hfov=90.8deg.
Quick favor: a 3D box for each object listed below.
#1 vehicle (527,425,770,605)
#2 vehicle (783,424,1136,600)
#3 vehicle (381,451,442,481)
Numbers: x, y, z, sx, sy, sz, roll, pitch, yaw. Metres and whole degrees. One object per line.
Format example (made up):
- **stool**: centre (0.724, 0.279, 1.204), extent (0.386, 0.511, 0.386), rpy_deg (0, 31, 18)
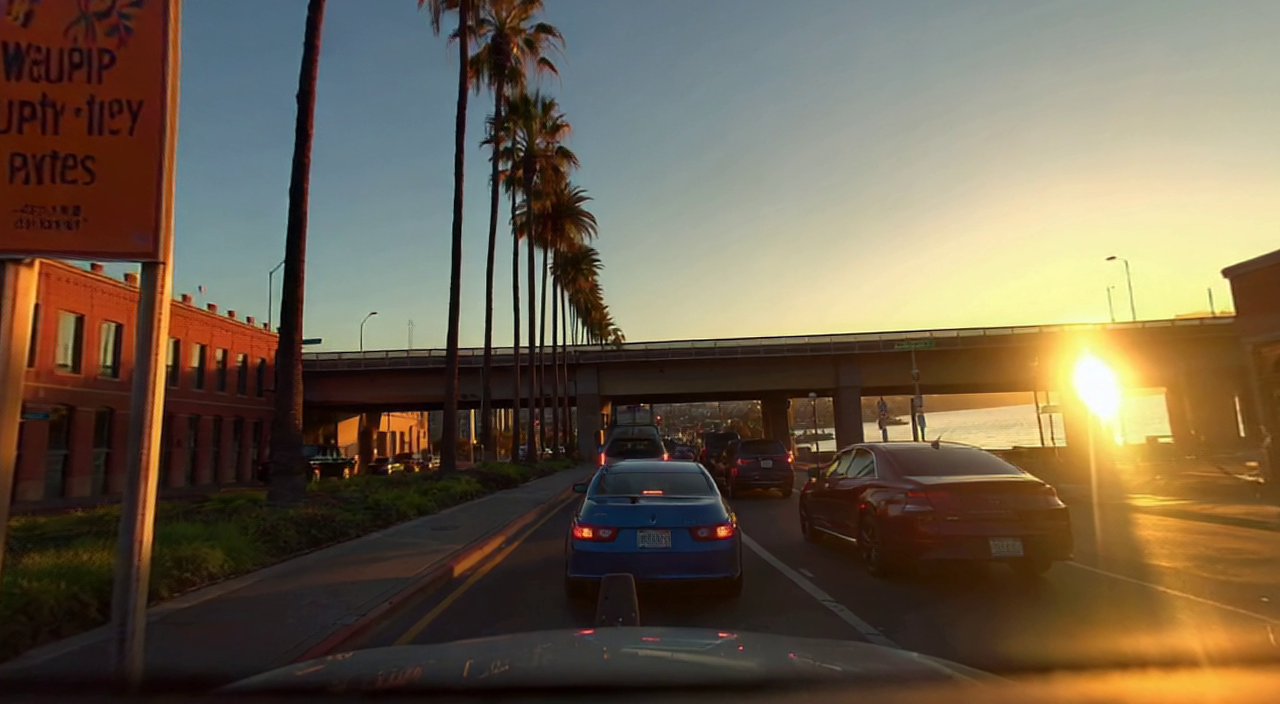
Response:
- **vehicle**: centre (0.059, 1.666, 7.269), extent (2.048, 1.503, 3.681), rpy_deg (0, -9, 0)
- **vehicle**: centre (3.264, 1.709, 7.707), extent (1.920, 1.490, 4.417), rpy_deg (0, -9, -1)
- **vehicle**: centre (-14.950, 7.466, 41.653), extent (2.104, 1.802, 4.852), rpy_deg (-1, -8, 2)
